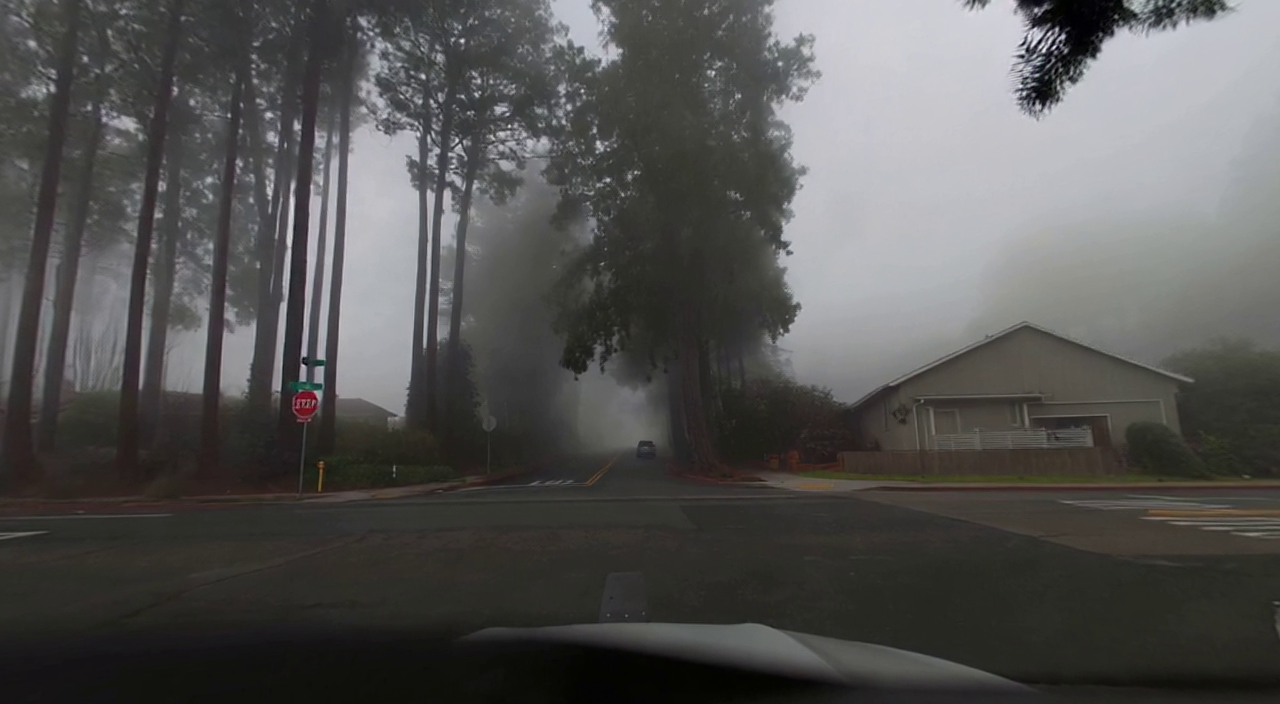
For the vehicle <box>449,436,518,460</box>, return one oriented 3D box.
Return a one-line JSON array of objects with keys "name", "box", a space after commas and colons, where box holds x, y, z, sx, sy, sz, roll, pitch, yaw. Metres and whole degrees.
[{"name": "vehicle", "box": [-11.683, 7.197, 47.244, 4.622, 1.782, 1.836, 0, -8, 1]}]
